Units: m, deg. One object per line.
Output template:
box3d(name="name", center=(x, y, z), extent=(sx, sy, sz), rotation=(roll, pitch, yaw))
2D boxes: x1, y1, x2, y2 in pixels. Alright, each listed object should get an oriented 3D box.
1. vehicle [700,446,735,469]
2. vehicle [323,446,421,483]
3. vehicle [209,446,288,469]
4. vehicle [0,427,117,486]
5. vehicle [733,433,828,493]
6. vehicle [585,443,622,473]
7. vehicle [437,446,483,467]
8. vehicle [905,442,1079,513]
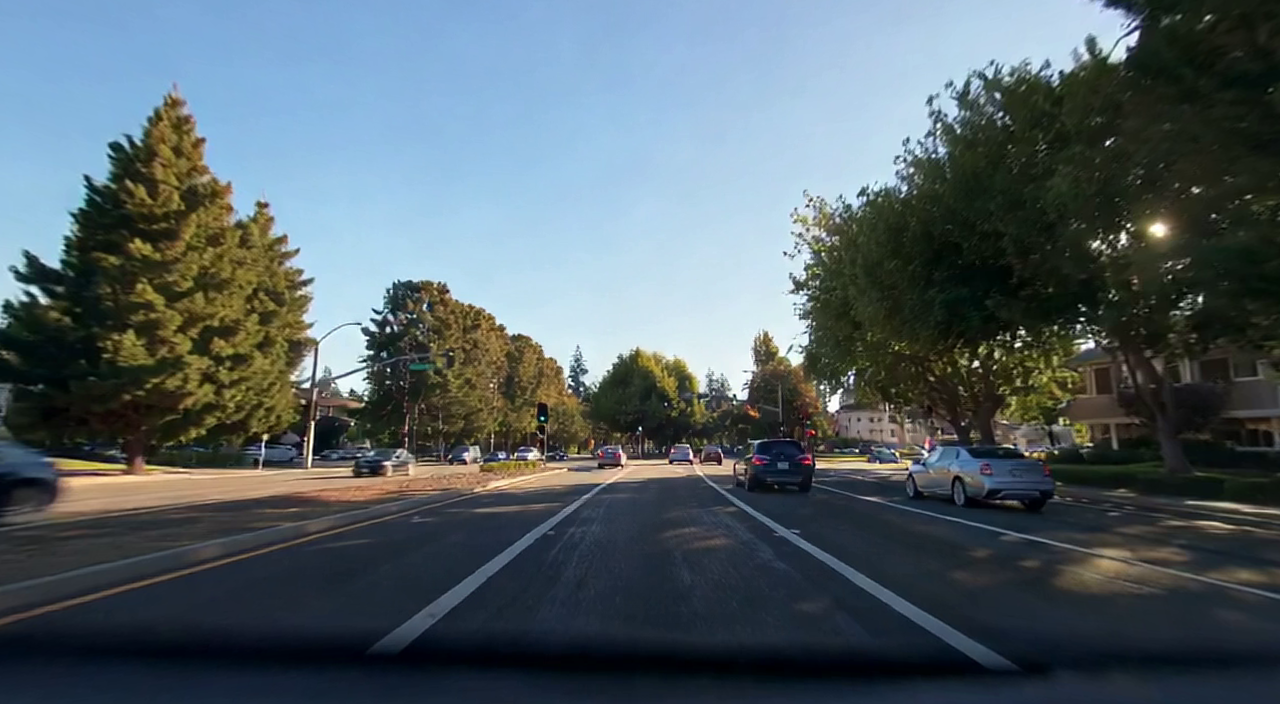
box3d(name="vehicle", center=(5.344, 7.336, 44.125), extent=(2.064, 1.474, 4.389), rotation=(0, -9, 2))
box3d(name="vehicle", center=(-11.619, 4.873, 27.803), extent=(2.126, 1.453, 4.562), rotation=(0, -9, 3))
box3d(name="vehicle", center=(-30.005, 8.097, 48.597), extent=(4.661, 1.711, 1.992), rotation=(3, -8, -15))
box3d(name="vehicle", center=(-19.627, 3.295, 20.062), extent=(1.994, 1.685, 4.602), rotation=(0, -9, 2))
box3d(name="vehicle", center=(4.653, 3.764, 21.760), extent=(2.209, 1.813, 4.724), rotation=(0, -9, 0))
box3d(name="vehicle", center=(-2.333, 6.998, 41.939), extent=(2.258, 1.812, 4.650), rotation=(0, -9, -1))
box3d(name="vehicle", center=(-13.789, 8.004, 48.587), extent=(1.907, 1.493, 4.433), rotation=(-1, -9, 5))
box3d(name="vehicle", center=(8.328, 2.972, 15.480), extent=(1.949, 1.492, 4.103), rotation=(0, -9, 1))
